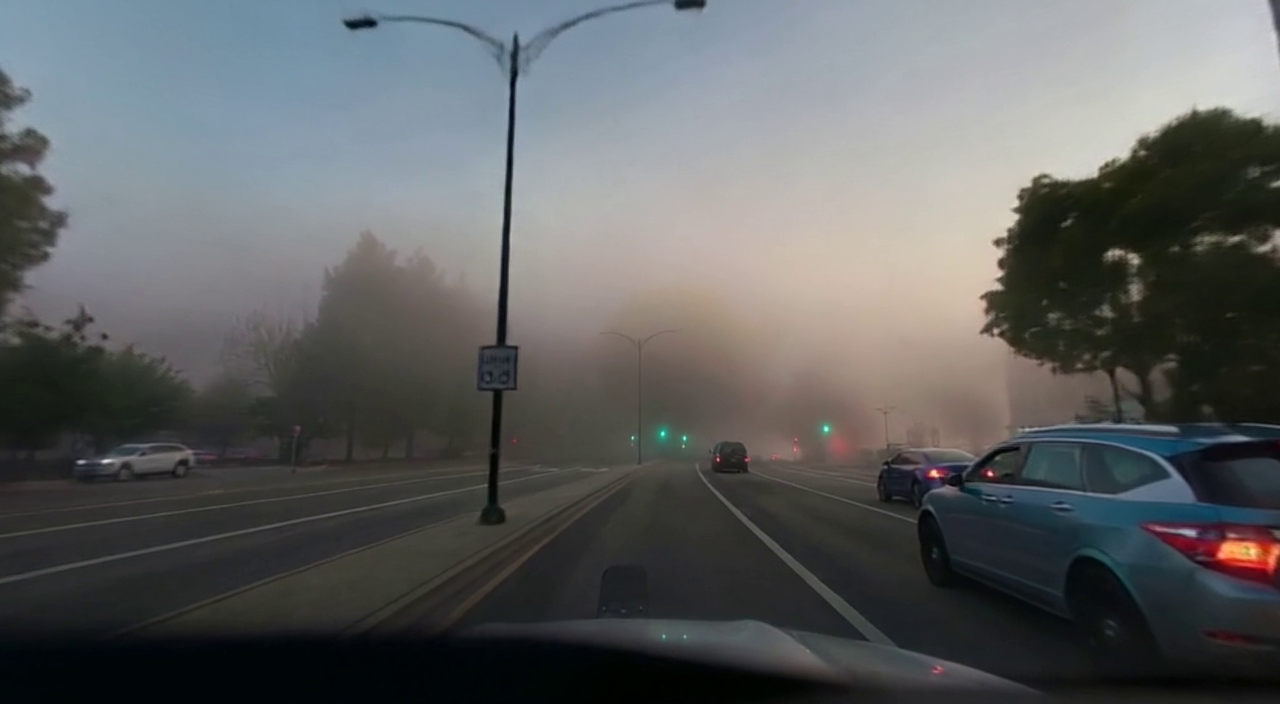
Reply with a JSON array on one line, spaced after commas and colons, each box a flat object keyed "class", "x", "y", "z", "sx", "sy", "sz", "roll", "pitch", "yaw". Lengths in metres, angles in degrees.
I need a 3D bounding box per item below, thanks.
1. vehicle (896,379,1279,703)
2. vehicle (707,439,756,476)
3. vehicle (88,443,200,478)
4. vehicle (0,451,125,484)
[{"class": "vehicle", "x": 3.461, "y": 1.188, "z": 4.168, "sx": 1.901, "sy": 1.634, "sz": 3.952, "roll": 0, "pitch": -9, "yaw": 1}, {"class": "vehicle", "x": 4.848, "y": 5.648, "z": 34.061, "sx": 2.154, "sy": 1.844, "sz": 4.634, "roll": 0, "pitch": -9, "yaw": 3}, {"class": "vehicle", "x": -26.227, "y": 5.723, "z": 33.402, "sx": 4.378, "sy": 1.744, "sz": 1.981, "roll": -1, "pitch": -9, "yaw": 6}, {"class": "vehicle", "x": -26.791, "y": 5.321, "z": 29.160, "sx": 4.384, "sy": 1.416, "sz": 1.969, "roll": -1, "pitch": -9, "yaw": 7}]
